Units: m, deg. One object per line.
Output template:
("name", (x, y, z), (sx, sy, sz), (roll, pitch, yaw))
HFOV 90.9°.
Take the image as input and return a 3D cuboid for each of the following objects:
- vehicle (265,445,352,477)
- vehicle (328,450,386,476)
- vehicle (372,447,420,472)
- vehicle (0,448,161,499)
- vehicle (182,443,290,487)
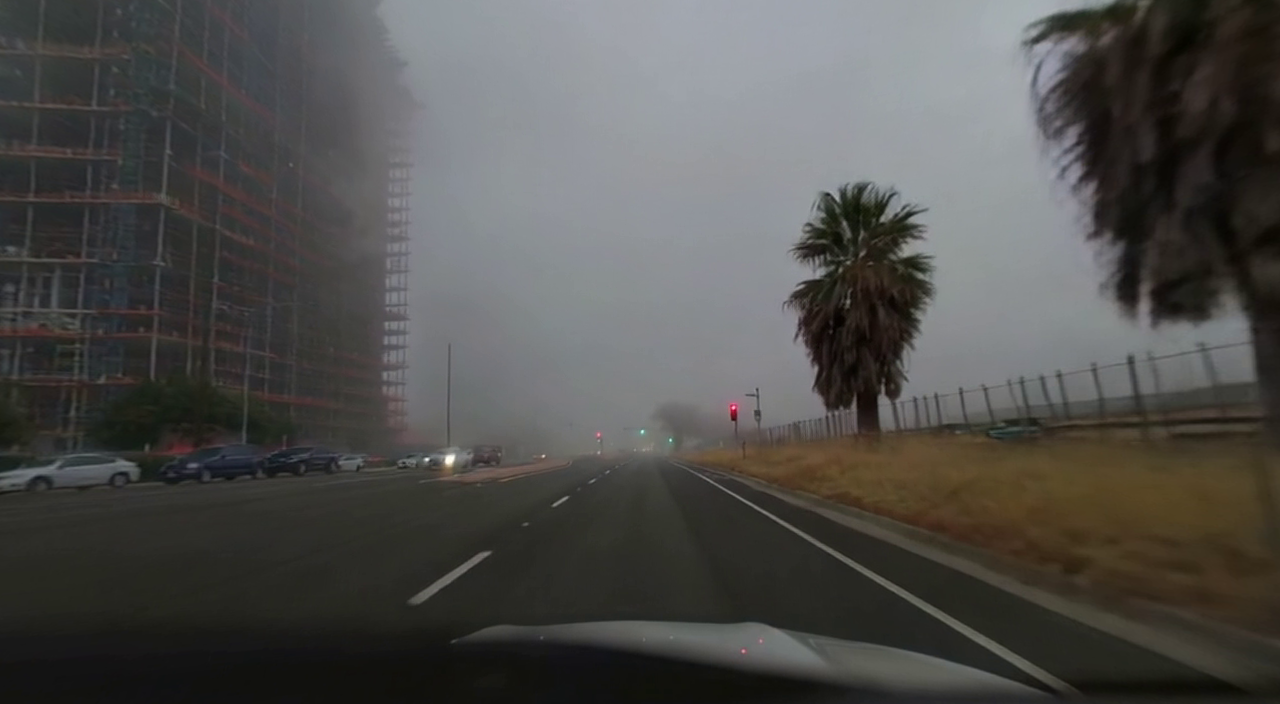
("vehicle", (-19.426, 6.389, 37.247), (2.378, 1.783, 4.912), (0, -8, 0))
("vehicle", (-19.148, 7.530, 42.927), (1.836, 1.418, 4.956), (-2, -7, -2))
("vehicle", (-19.117, 8.401, 49.590), (1.985, 1.625, 4.749), (-2, -7, 0))
("vehicle", (-21.340, 4.496, 23.826), (2.050, 1.686, 4.593), (-4, -9, 25))
("vehicle", (-19.457, 5.421, 30.678), (2.105, 1.805, 4.641), (-3, -8, 2))
